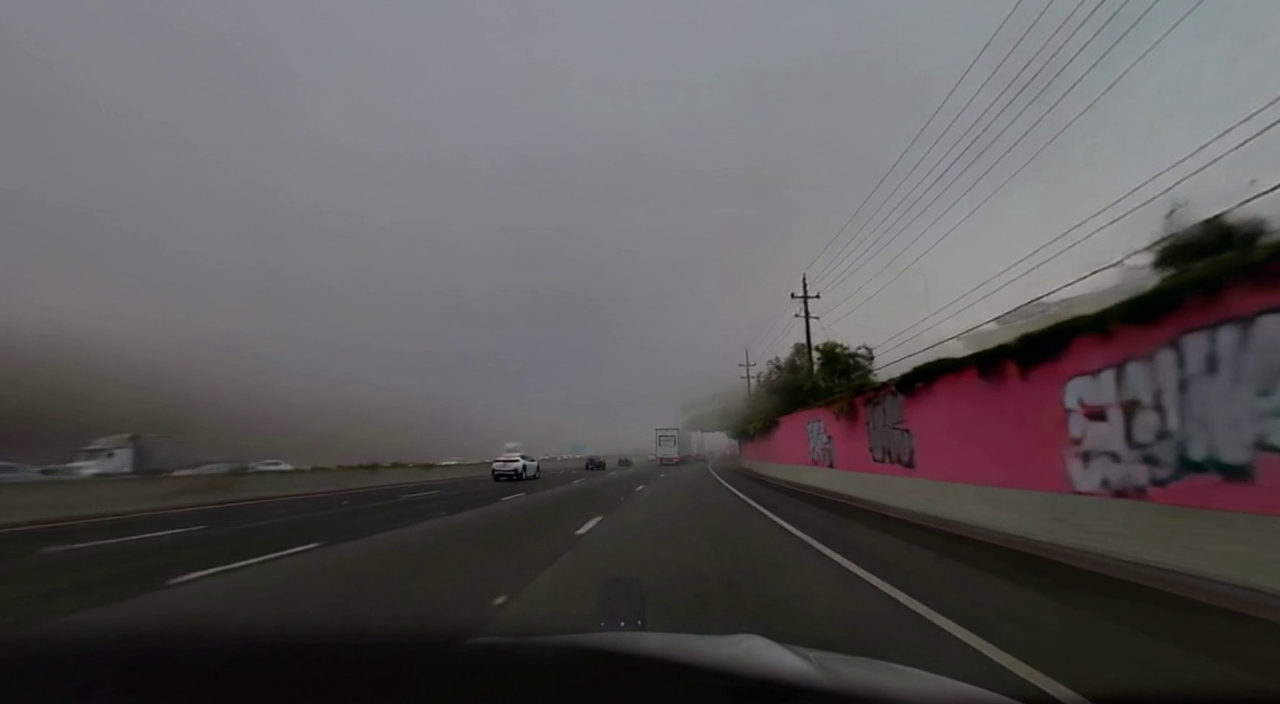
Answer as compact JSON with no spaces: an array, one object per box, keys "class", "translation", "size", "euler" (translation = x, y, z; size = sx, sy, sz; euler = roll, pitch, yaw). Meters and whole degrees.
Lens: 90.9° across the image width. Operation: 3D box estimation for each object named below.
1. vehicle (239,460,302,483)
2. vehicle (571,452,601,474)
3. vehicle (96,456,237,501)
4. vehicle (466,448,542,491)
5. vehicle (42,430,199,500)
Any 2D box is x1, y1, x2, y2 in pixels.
[{"class":"vehicle","translation":[-27.945,9.023,47.829],"size":[1.963,1.593,4.163],"euler":[-1,-9,5]},{"class":"vehicle","translation":[-3.908,8.048,45.740],"size":[1.708,1.489,2.840],"euler":[-1,-9,5]},{"class":"vehicle","translation":[-21.599,5.754,29.135],"size":[2.076,1.824,5.373],"euler":[-1,-9,5]},{"class":"vehicle","translation":[-5.336,4.652,25.208],"size":[1.966,1.565,3.766],"euler":[-1,-9,4]},{"class":"vehicle","translation":[-25.388,5.546,31.219],"size":[2.499,3.087,5.698],"euler":[-1,-9,5]}]
